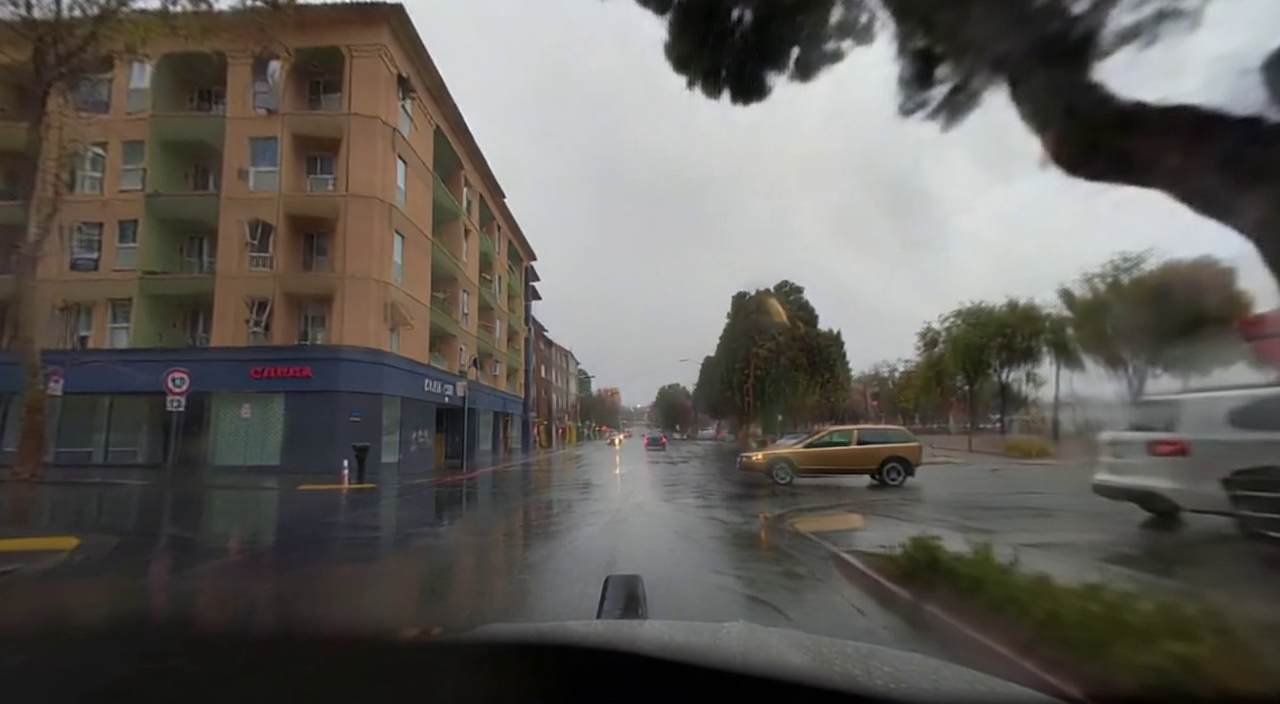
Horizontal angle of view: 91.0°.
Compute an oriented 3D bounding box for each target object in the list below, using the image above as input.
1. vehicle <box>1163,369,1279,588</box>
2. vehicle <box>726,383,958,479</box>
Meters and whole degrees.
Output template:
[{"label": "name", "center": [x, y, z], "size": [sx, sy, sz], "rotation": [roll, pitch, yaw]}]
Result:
[{"label": "vehicle", "center": [6.885, 0.684, 4.194], "size": [4.631, 1.574, 2.073], "rotation": [-8, -8, 21]}, {"label": "vehicle", "center": [5.919, 2.406, 19.032], "size": [6.221, 2.498, 2.239], "rotation": [-5, -10, 35]}]
